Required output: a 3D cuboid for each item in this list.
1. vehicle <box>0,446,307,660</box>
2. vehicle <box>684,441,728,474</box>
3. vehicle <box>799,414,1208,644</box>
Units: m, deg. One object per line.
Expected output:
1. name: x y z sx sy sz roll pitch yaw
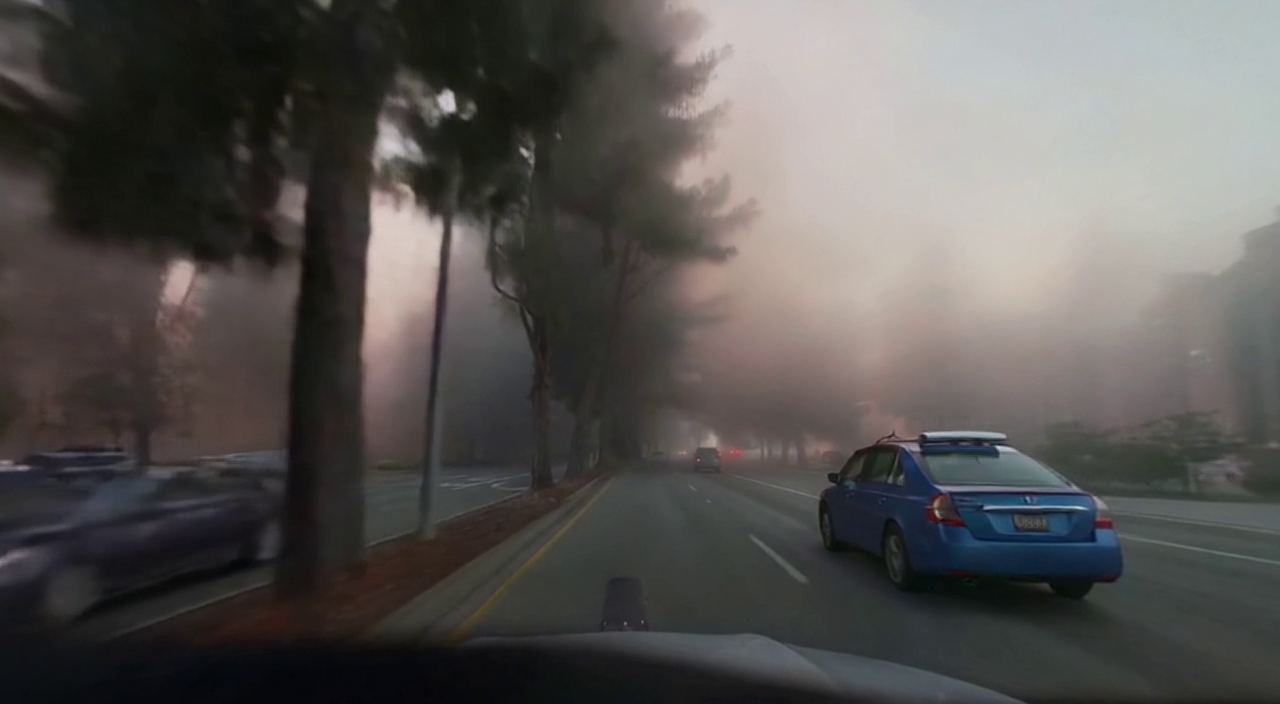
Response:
1. vehicle: -5.393 1.657 6.111 1.953 1.462 4.297 0 -8 1
2. vehicle: 3.925 6.385 38.255 2.154 1.844 4.634 0 -8 0
3. vehicle: 3.128 1.574 6.594 1.901 1.634 3.952 0 -8 0
